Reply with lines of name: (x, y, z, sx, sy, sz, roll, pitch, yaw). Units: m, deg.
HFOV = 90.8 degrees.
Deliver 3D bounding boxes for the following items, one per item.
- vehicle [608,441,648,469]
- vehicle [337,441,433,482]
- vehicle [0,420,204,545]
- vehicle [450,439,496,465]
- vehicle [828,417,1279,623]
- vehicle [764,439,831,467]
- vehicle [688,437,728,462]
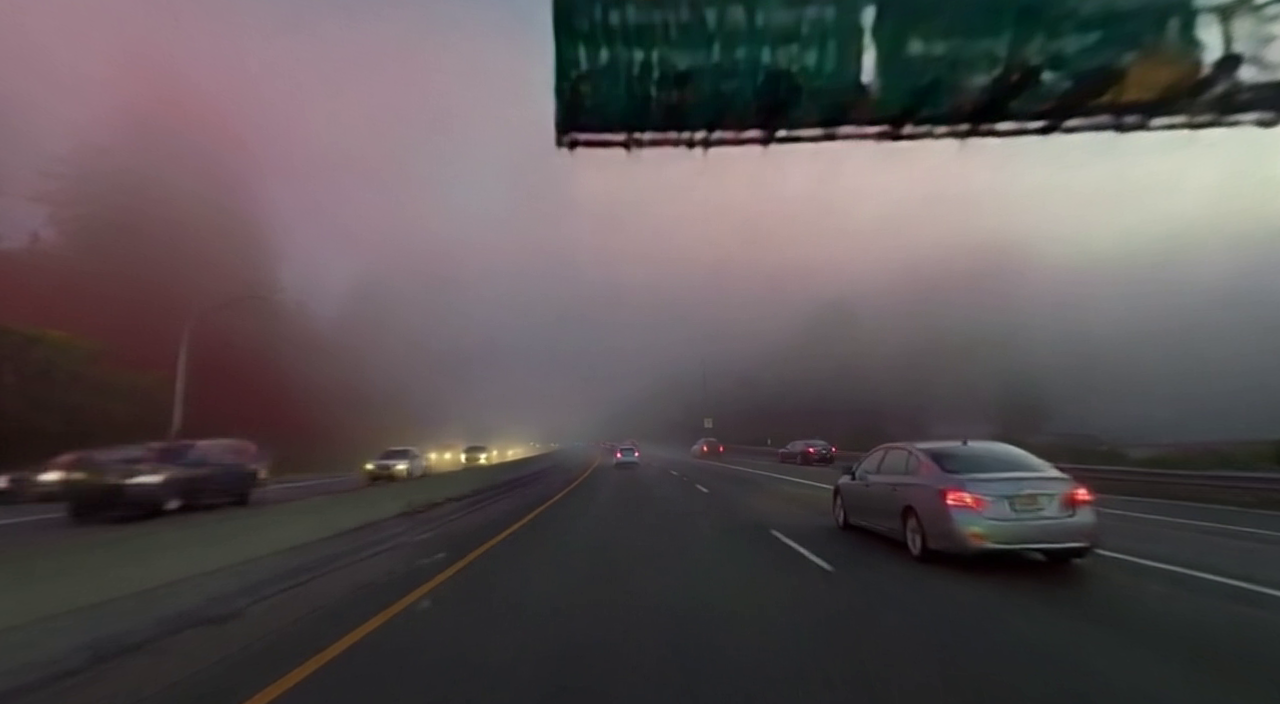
vehicle: (-0.762, 5.935, 36.764, 2.090, 1.510, 4.280, 1, -8, -4)
vehicle: (-10.010, 4.296, 25.248, 1.924, 1.466, 4.808, 0, -8, -2)
vehicle: (-10.043, 2.109, 10.756, 2.017, 1.735, 4.581, 0, -8, -2)
vehicle: (-11.158, 6.738, 42.586, 2.113, 1.629, 4.629, 1, -8, -4)
vehicle: (3.804, 1.553, 6.877, 1.972, 1.488, 4.335, 0, -8, -3)
vehicle: (9.061, 5.829, 36.733, 2.196, 1.494, 4.735, 1, -8, -7)
vehicle: (4.793, 6.945, 45.096, 2.094, 1.652, 3.955, 1, -8, -6)
